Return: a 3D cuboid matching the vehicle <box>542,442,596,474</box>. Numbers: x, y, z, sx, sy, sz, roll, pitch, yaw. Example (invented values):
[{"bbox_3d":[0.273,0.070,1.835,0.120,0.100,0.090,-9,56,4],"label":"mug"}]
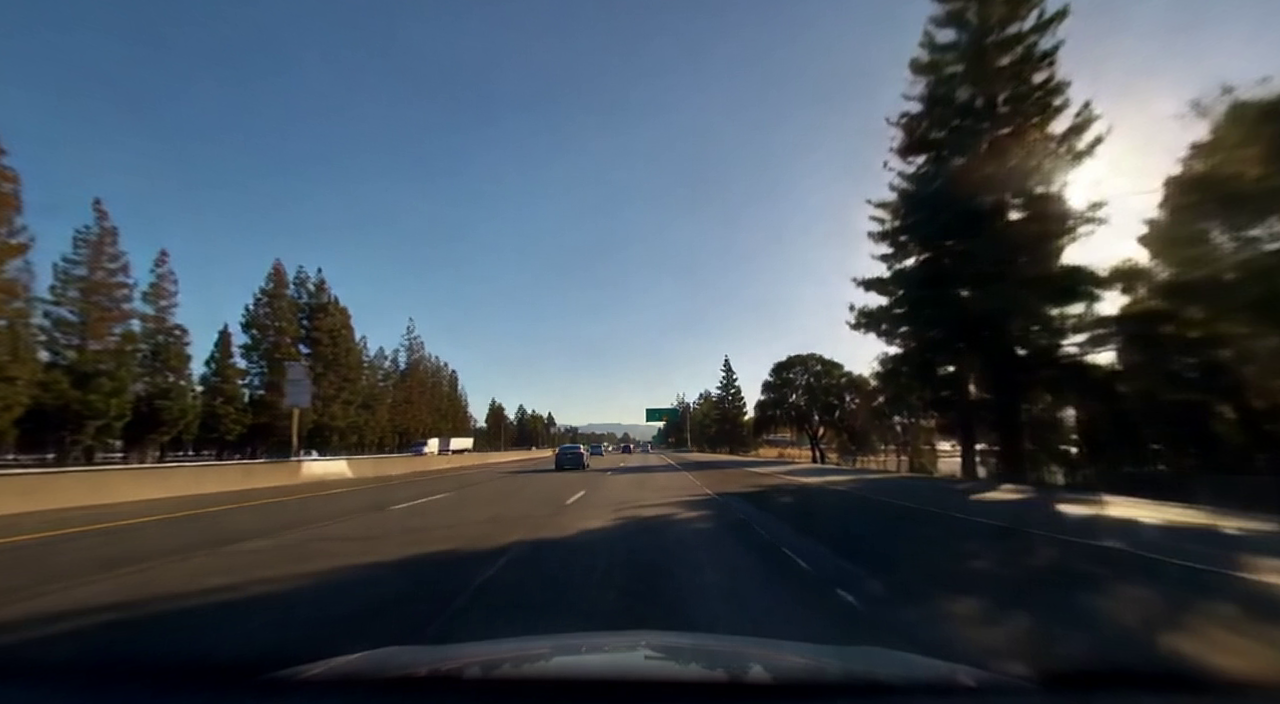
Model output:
[{"bbox_3d":[-3.445,5.224,31.353,2.128,1.450,4.078,-1,-9,1],"label":"vehicle"}]
